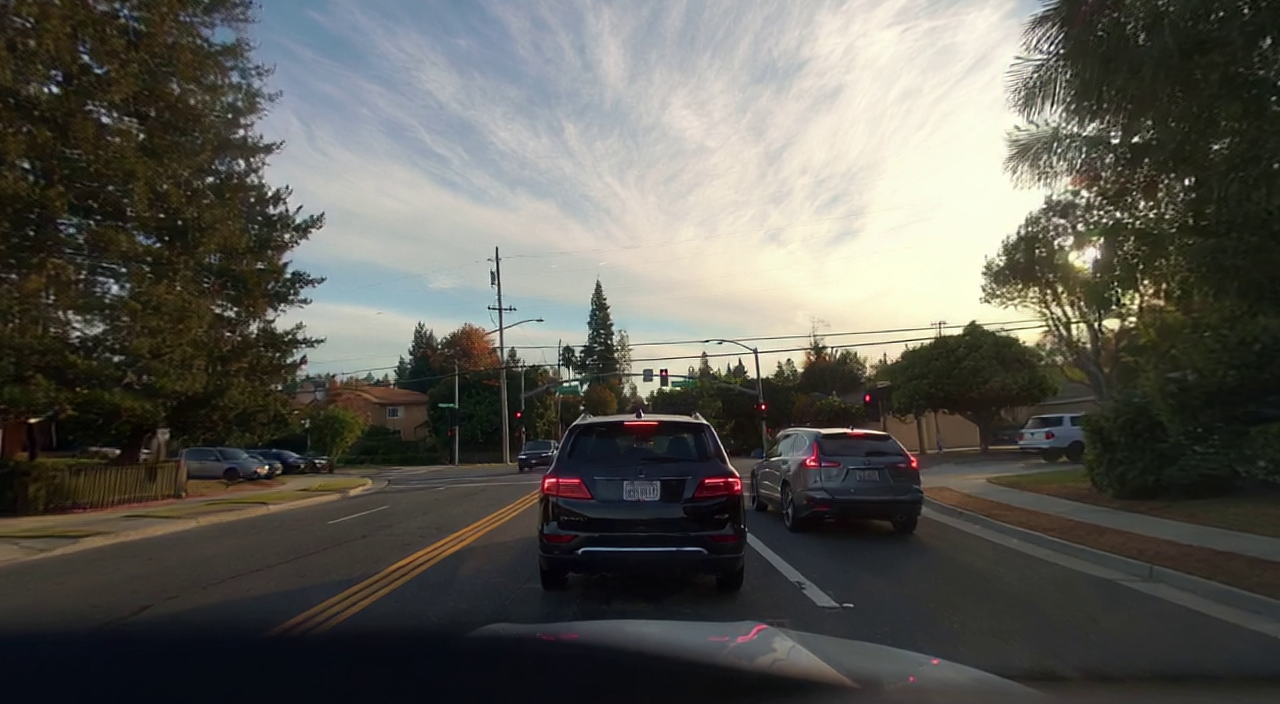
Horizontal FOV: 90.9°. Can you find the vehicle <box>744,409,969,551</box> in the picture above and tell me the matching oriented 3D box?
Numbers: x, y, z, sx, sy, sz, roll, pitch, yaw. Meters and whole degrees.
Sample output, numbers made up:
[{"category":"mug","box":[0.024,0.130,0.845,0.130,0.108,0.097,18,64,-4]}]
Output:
[{"category":"vehicle","box":[3.068,1.918,10.089,1.967,1.756,4.281,0,-8,-1]}]

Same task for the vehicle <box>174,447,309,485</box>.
[{"category":"vehicle","box":[-16.168,4.633,25.717,4.245,1.446,1.827,0,-8,1]}]

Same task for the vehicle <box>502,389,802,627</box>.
[{"category":"vehicle","box":[0.058,1.420,6.658,2.151,1.695,4.100,0,-8,-1]}]
